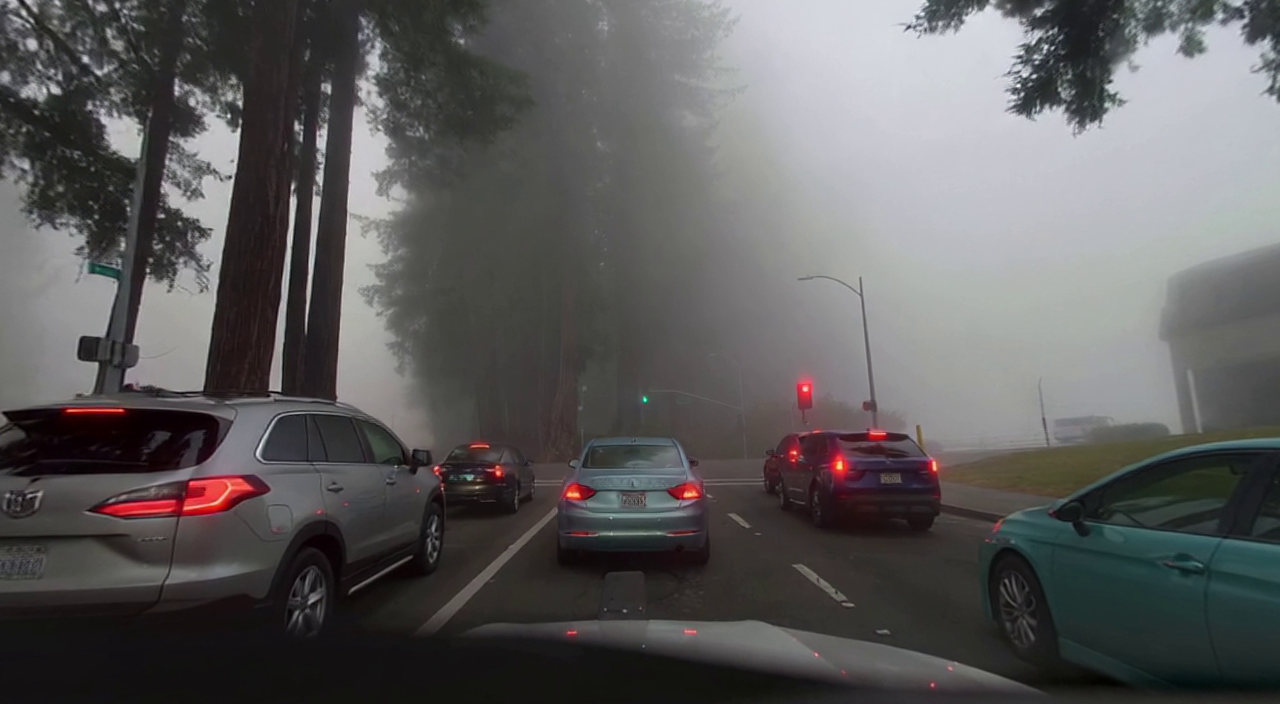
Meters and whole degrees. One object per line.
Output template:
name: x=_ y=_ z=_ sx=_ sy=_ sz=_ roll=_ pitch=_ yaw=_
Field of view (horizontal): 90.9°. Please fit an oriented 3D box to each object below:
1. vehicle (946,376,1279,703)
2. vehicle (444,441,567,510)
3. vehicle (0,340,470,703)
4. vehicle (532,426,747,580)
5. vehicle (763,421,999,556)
vehicle: x=3.320 y=0.960 z=2.825 sx=1.899 sy=1.588 sz=3.888 roll=0 pitch=-8 yaw=0
vehicle: x=-3.063 y=2.906 z=15.322 sx=1.975 sy=1.420 sz=4.196 roll=-1 pitch=-9 yaw=1
vehicle: x=-3.146 y=1.164 z=5.065 sx=2.168 sy=1.750 sz=4.625 roll=-1 pitch=-9 yaw=1
vehicle: x=-0.032 y=1.802 z=8.332 sx=2.147 sy=1.507 sz=3.953 roll=0 pitch=-9 yaw=-1
vehicle: x=3.410 y=2.018 z=10.037 sx=2.040 sy=1.647 sz=4.379 roll=0 pitch=-9 yaw=0
